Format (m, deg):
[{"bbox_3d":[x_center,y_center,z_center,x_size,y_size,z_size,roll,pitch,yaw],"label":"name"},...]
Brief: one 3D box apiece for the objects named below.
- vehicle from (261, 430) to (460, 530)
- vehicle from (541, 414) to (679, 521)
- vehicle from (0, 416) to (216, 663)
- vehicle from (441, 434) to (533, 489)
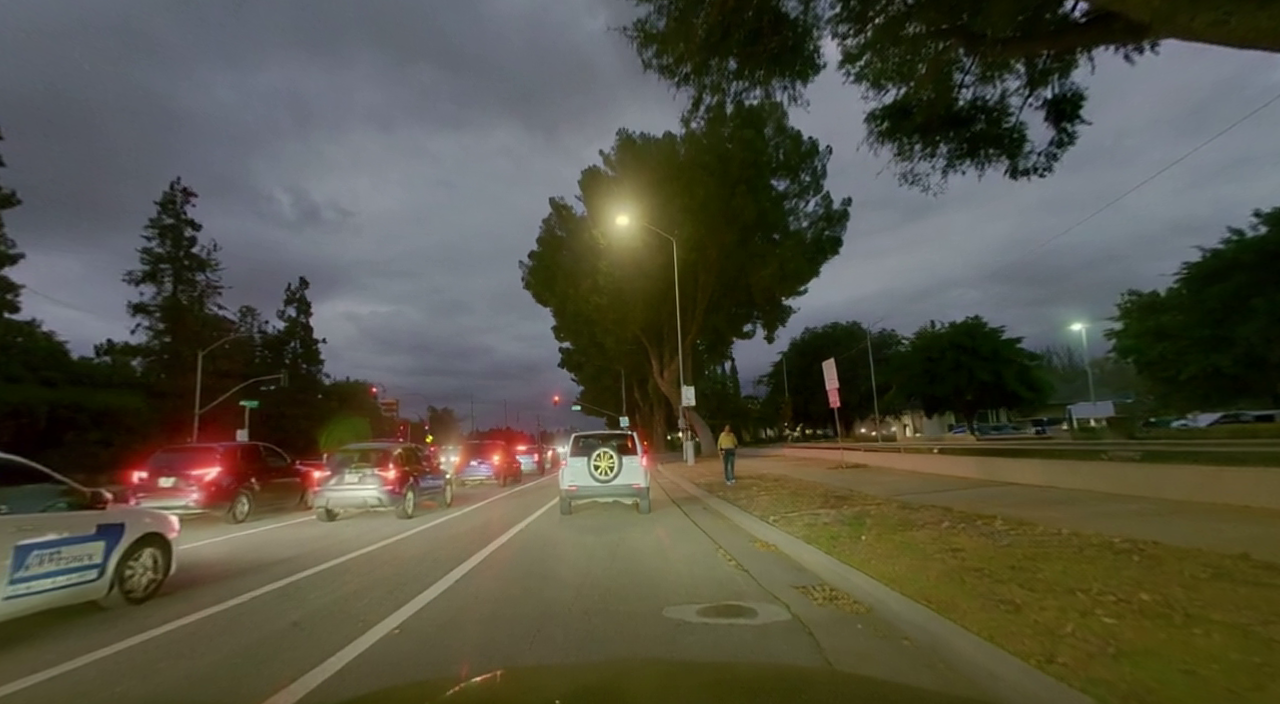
[{"bbox_3d":[-5.399,2.519,13.034,2.010,1.674,4.484,0,-9,1],"label":"vehicle"},{"bbox_3d":[-0.568,2.312,13.097,2.368,1.829,4.293,0,-9,-2],"label":"vehicle"},{"bbox_3d":[-5.267,1.243,4.166,2.069,1.616,4.108,0,-9,0],"label":"vehicle"},{"bbox_3d":[-5.408,3.930,23.027,2.188,1.774,4.477,0,-9,1],"label":"vehicle"}]
